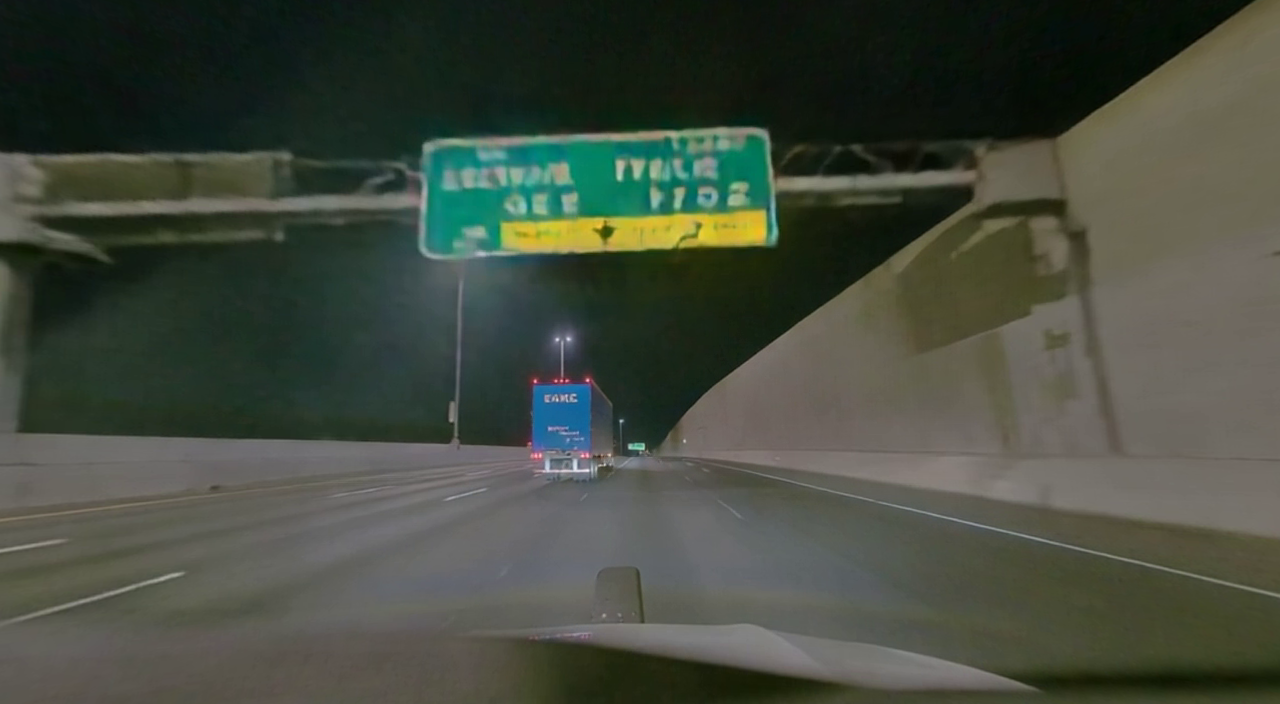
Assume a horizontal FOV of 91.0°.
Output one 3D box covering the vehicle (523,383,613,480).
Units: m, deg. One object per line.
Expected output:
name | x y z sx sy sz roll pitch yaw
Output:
vehicle | -3.164 4.089 31.374 3.059 3.956 11.036 0 -9 1
